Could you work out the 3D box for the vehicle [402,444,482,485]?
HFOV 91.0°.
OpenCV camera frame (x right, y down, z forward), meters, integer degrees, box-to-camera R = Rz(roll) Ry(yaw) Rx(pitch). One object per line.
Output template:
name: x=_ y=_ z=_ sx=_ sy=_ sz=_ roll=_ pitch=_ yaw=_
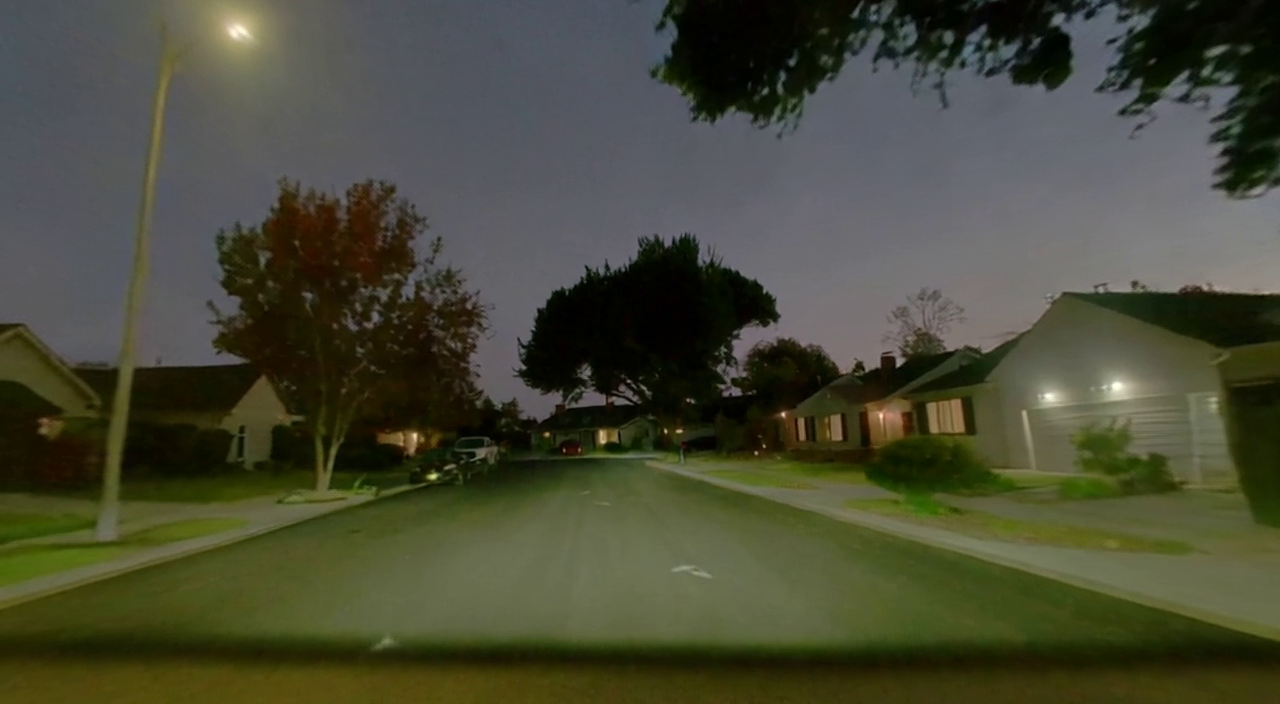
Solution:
vehicle: x=-7.473 y=4.257 z=24.136 sx=2.017 sy=1.397 sz=4.004 roll=0 pitch=-8 yaw=-4
